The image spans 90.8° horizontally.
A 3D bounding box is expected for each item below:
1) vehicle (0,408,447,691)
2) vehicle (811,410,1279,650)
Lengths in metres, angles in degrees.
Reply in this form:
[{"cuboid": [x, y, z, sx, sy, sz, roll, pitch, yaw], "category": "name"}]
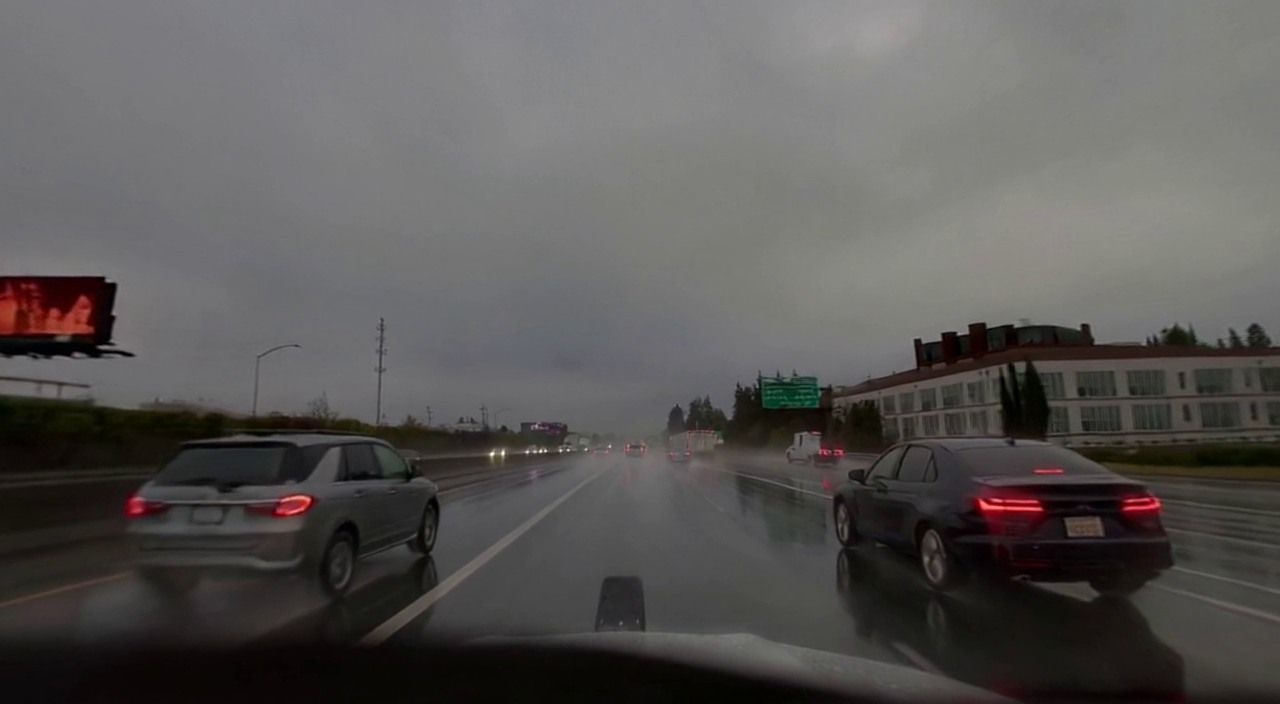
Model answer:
[{"cuboid": [-3.398, 1.427, 5.747, 1.879, 1.526, 4.483, 0, -9, 0], "category": "vehicle"}, {"cuboid": [3.384, 1.487, 6.356, 1.987, 1.509, 4.512, 0, -9, -1], "category": "vehicle"}]
